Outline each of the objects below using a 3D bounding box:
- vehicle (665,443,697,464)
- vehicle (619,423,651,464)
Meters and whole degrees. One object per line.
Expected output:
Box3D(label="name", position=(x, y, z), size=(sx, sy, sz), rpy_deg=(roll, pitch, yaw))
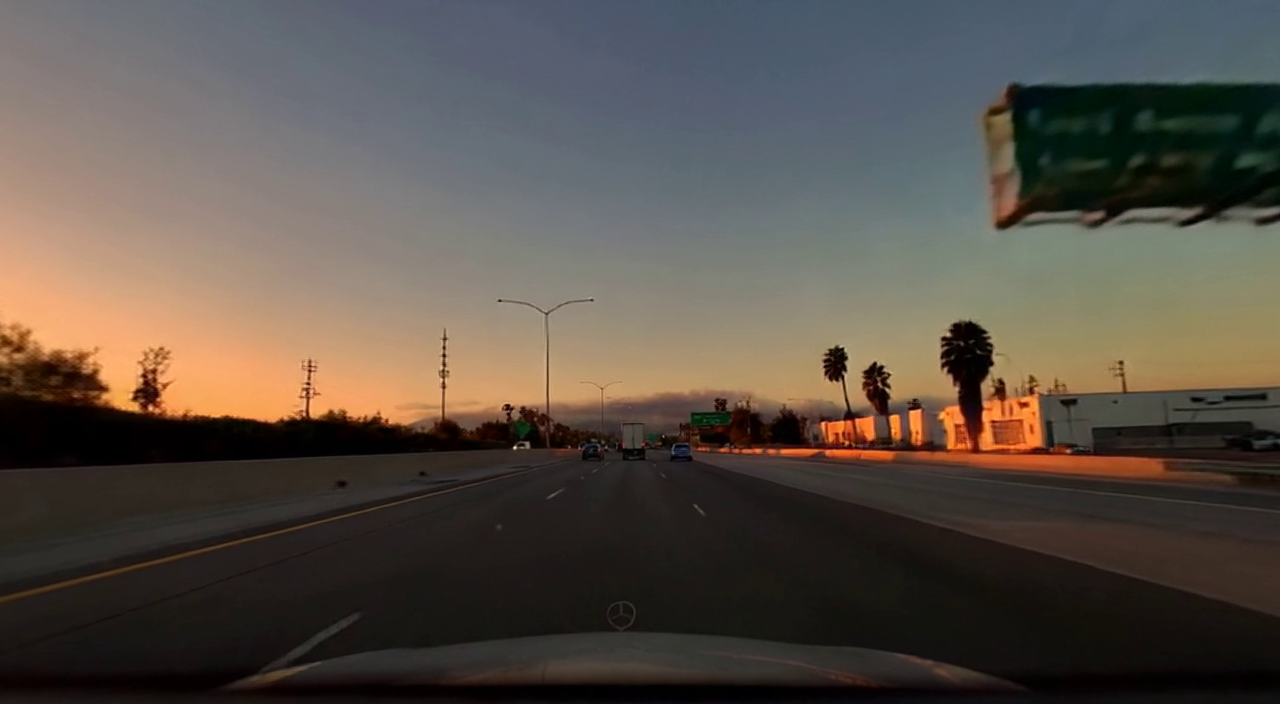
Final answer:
Box3D(label="vehicle", position=(3.049, 7.679, 47.969), size=(2.049, 1.485, 4.106), rpy_deg=(0, -8, -1))
Box3D(label="vehicle", position=(-0.452, 7.111, 48.986), size=(2.364, 2.953, 6.495), rpy_deg=(0, -8, -2))
